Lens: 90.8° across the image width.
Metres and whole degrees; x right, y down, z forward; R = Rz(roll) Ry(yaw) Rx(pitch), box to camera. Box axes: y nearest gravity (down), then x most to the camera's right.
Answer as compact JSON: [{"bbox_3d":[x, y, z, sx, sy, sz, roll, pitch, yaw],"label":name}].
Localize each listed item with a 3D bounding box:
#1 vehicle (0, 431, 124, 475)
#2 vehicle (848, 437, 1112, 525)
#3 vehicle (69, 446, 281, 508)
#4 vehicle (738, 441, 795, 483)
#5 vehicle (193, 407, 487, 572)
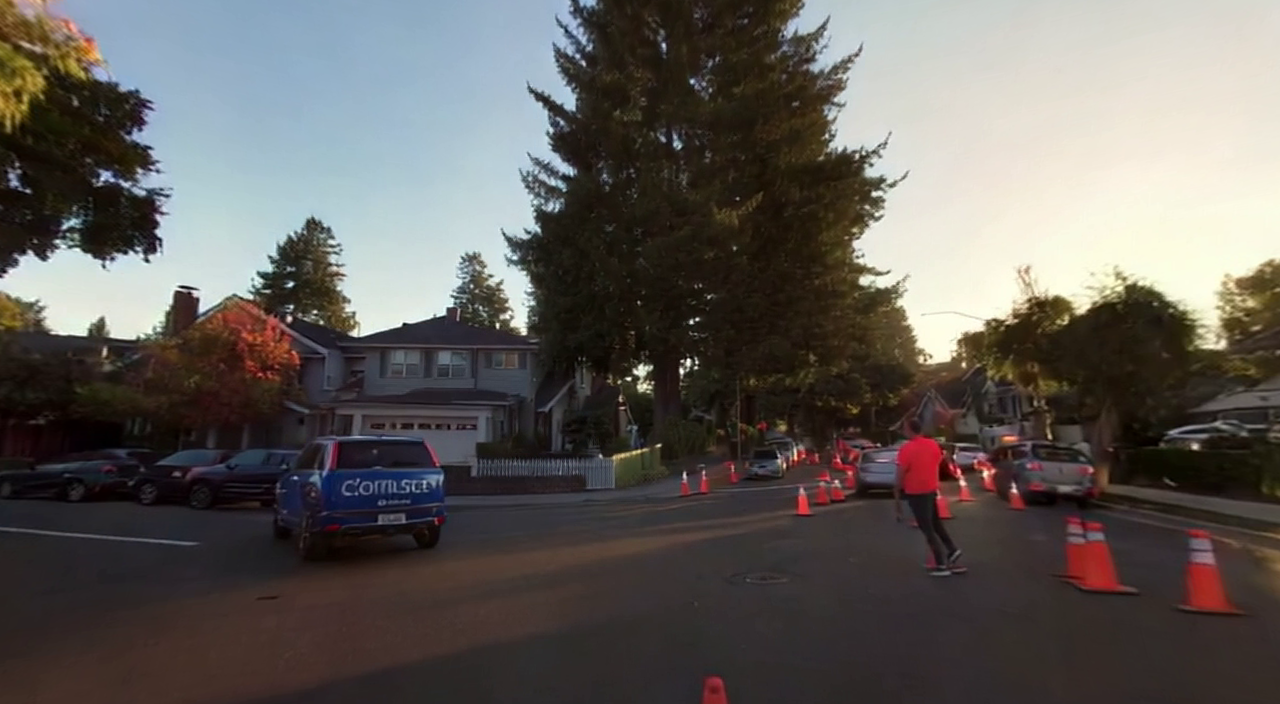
[{"bbox_3d":[-27.169,4.699,29.618,1.908,1.898,4.120,-2,-9,14],"label":"vehicle"},{"bbox_3d":[7.172,2.651,13.551,4.656,1.577,2.099,1,-8,-13],"label":"vehicle"},{"bbox_3d":[-12.807,3.377,17.466,5.022,1.497,1.996,-3,-9,17],"label":"vehicle"},{"bbox_3d":[5.875,4.996,28.935,2.014,1.742,4.297,-3,-9,18],"label":"vehicle"},{"bbox_3d":[-4.399,1.807,9.070,4.094,1.748,2.350,-8,-11,42],"label":"vehicle"}]
